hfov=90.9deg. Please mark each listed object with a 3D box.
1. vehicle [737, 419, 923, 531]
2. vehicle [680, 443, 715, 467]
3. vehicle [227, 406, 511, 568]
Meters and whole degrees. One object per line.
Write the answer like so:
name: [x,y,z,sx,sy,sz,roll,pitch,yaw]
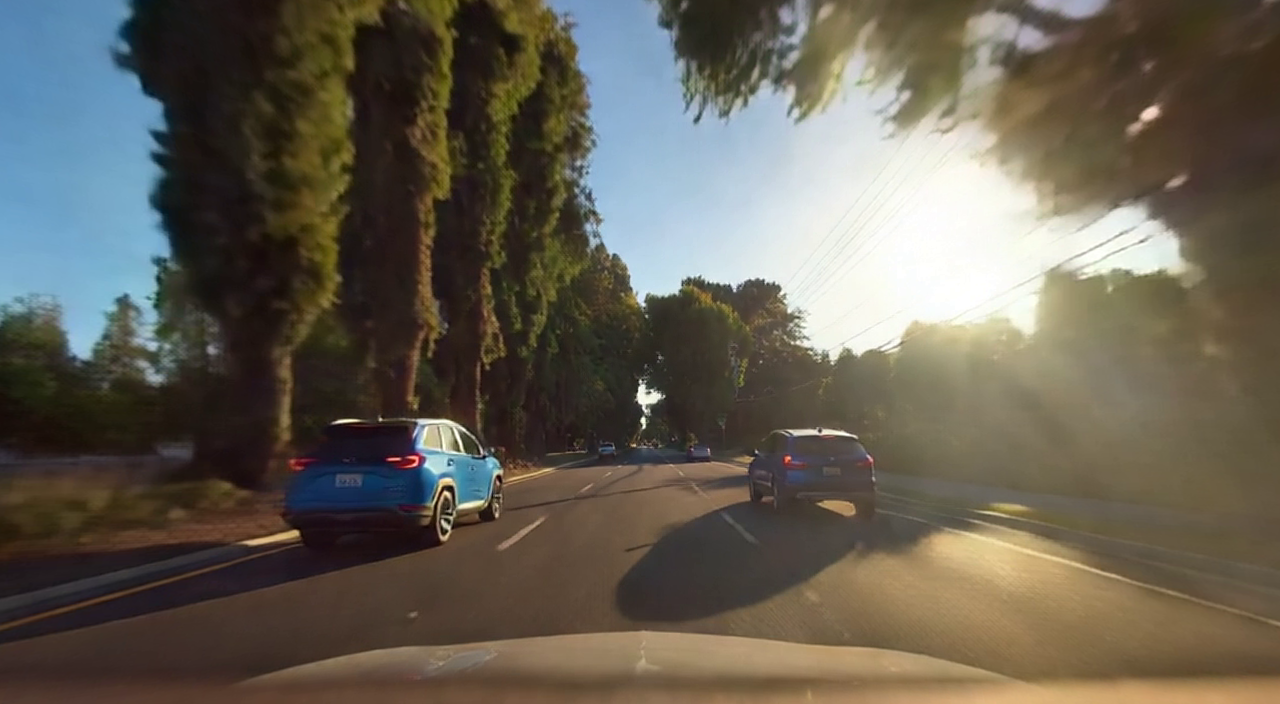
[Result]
vehicle: [3.337,2.262,12.210,2.182,1.744,4.464,0,-8,0]
vehicle: [3.844,6.914,42.520,1.906,1.468,4.422,0,-8,0]
vehicle: [-3.473,1.824,9.286,2.104,1.785,4.494,0,-8,1]
